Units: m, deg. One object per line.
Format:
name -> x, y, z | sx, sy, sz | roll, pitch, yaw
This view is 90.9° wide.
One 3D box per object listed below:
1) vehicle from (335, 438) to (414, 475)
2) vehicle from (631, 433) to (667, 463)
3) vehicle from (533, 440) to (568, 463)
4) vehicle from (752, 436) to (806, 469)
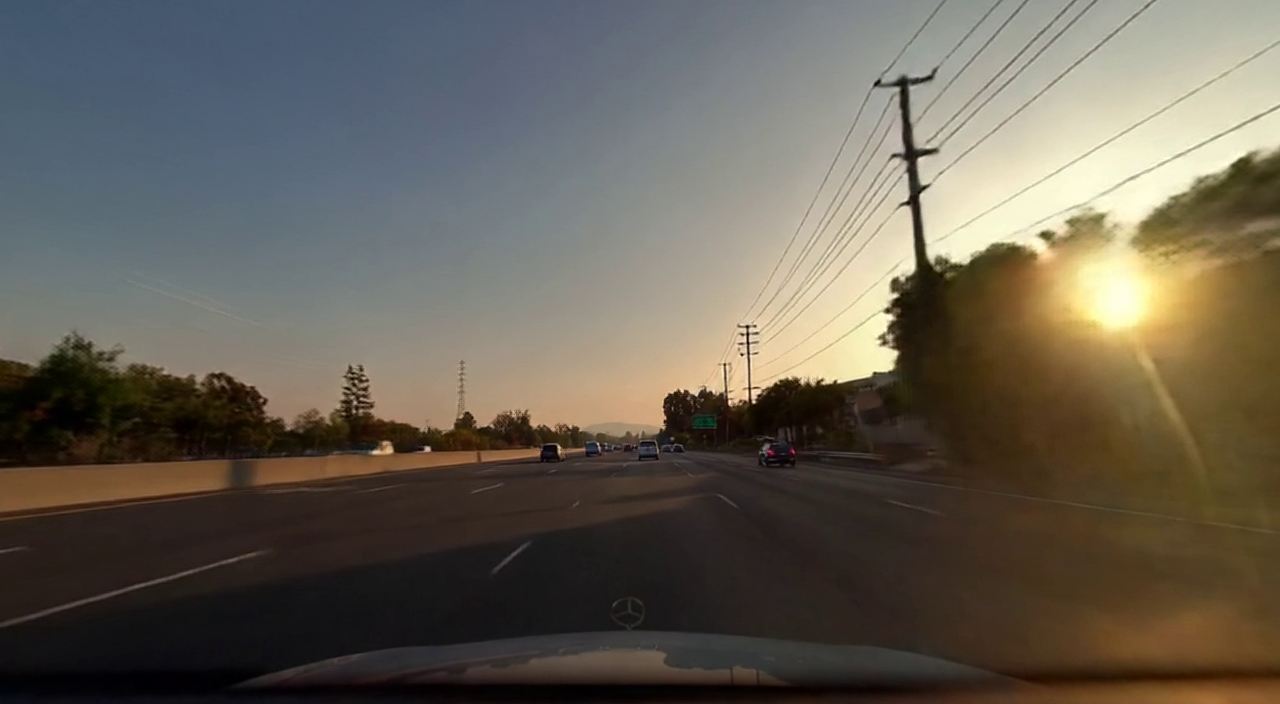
vehicle -> -14.227, 5.577, 34.093 | 2.149, 1.846, 4.713 | -1, -8, 1
vehicle -> 0.668, 7.467, 49.146 | 2.622, 2.208, 5.320 | 0, -8, 0
vehicle -> -7.010, 7.830, 49.609 | 2.007, 1.732, 4.395 | 0, -8, 1
vehicle -> 7.642, 5.584, 35.065 | 1.937, 1.698, 4.322 | 0, -8, -1
